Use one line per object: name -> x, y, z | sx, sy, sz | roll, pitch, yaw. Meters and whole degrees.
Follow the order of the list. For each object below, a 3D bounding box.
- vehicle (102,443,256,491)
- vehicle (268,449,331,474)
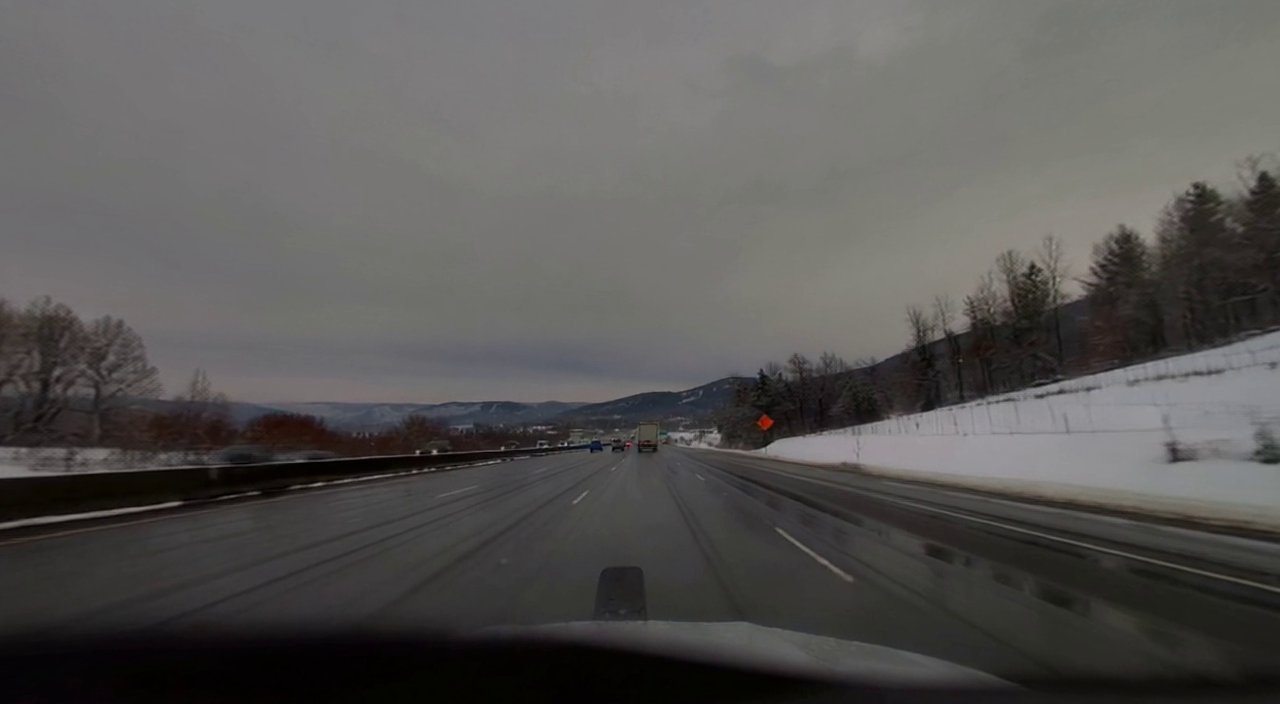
vehicle -> -17.094, 4.234, 23.798 | 2.011, 1.603, 4.968 | 0, -8, 1
vehicle -> -24.482, 7.861, 45.488 | 1.939, 1.663, 4.554 | 0, -8, 1
